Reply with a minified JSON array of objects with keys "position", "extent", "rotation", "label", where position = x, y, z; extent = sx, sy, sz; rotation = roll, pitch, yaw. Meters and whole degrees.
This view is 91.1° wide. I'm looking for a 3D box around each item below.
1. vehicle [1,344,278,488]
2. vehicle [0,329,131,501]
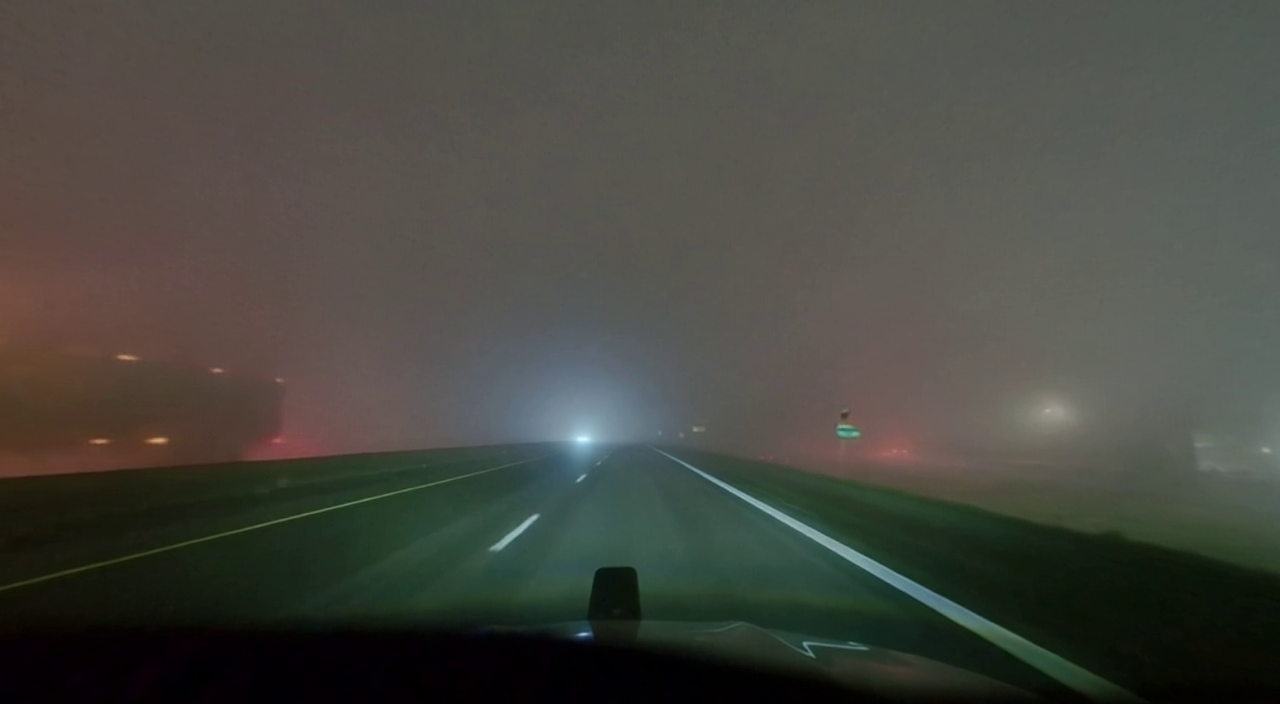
[{"position":[-17.050,2.419,22.665],"extent":[2.893,4.181,8.544],"rotation":[0,-8,-1],"label":"vehicle"},{"position":[-16.882,1.253,13.140],"extent":[3.032,4.098,11.458],"rotation":[0,-8,-1],"label":"vehicle"}]
